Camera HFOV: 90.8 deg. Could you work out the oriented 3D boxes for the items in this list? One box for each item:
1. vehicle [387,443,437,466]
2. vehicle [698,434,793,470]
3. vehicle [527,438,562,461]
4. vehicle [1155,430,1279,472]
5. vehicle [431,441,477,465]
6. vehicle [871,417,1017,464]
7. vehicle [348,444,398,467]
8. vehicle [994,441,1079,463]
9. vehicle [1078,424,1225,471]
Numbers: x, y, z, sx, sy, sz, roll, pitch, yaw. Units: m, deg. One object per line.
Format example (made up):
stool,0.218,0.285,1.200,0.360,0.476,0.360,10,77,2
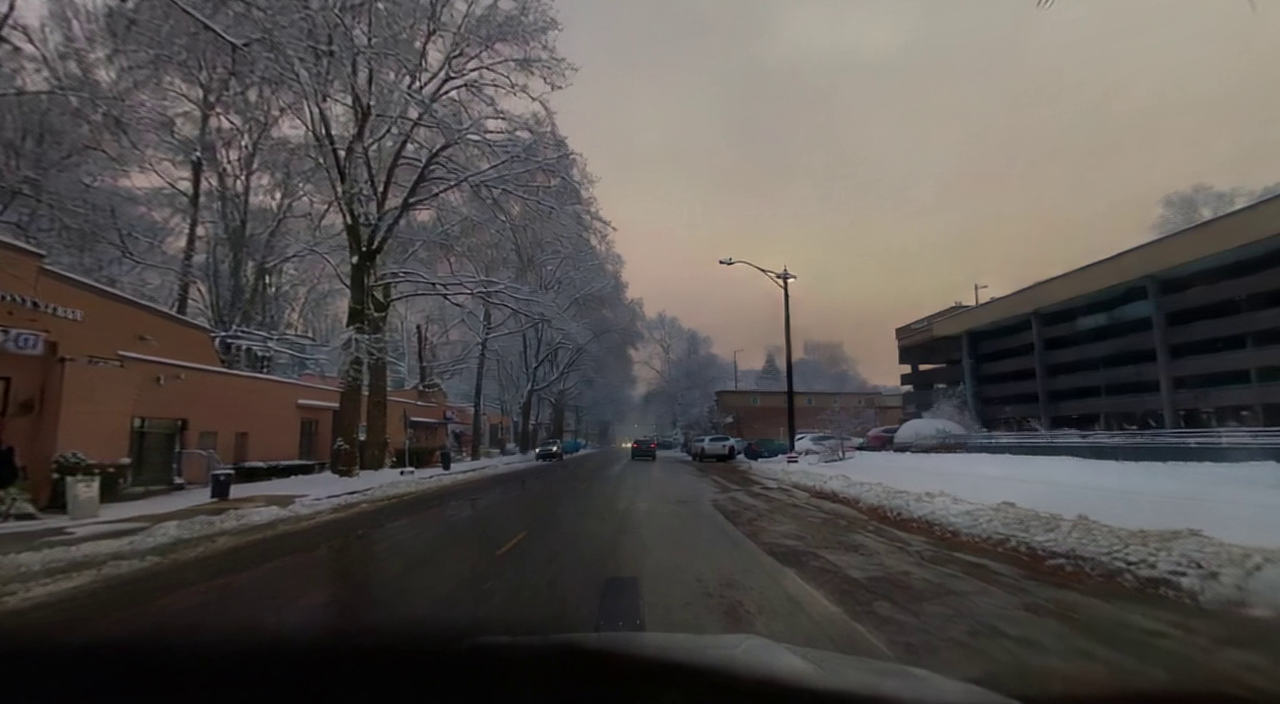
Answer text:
vehicle,-16.632,7.509,46.340,1.850,1.531,4.256,0,-7,4
vehicle,5.416,5.083,32.217,4.626,1.723,1.939,5,-10,-32
vehicle,-7.257,7.479,48.583,1.993,1.640,4.457,0,-8,0
vehicle,26.792,4.511,28.874,4.591,1.808,2.016,0,-9,0
vehicle,-13.768,7.450,46.994,1.888,1.657,4.138,0,-7,5
vehicle,13.940,4.096,29.271,5.540,2.045,2.259,0,-8,-2
vehicle,-19.651,7.613,46.702,1.880,1.617,3.870,-1,-8,2
vehicle,26.816,6.789,42.830,4.558,1.452,1.790,0,-8,-1
vehicle,26.004,4.879,32.284,5.596,2.168,2.307,2,-8,-3
